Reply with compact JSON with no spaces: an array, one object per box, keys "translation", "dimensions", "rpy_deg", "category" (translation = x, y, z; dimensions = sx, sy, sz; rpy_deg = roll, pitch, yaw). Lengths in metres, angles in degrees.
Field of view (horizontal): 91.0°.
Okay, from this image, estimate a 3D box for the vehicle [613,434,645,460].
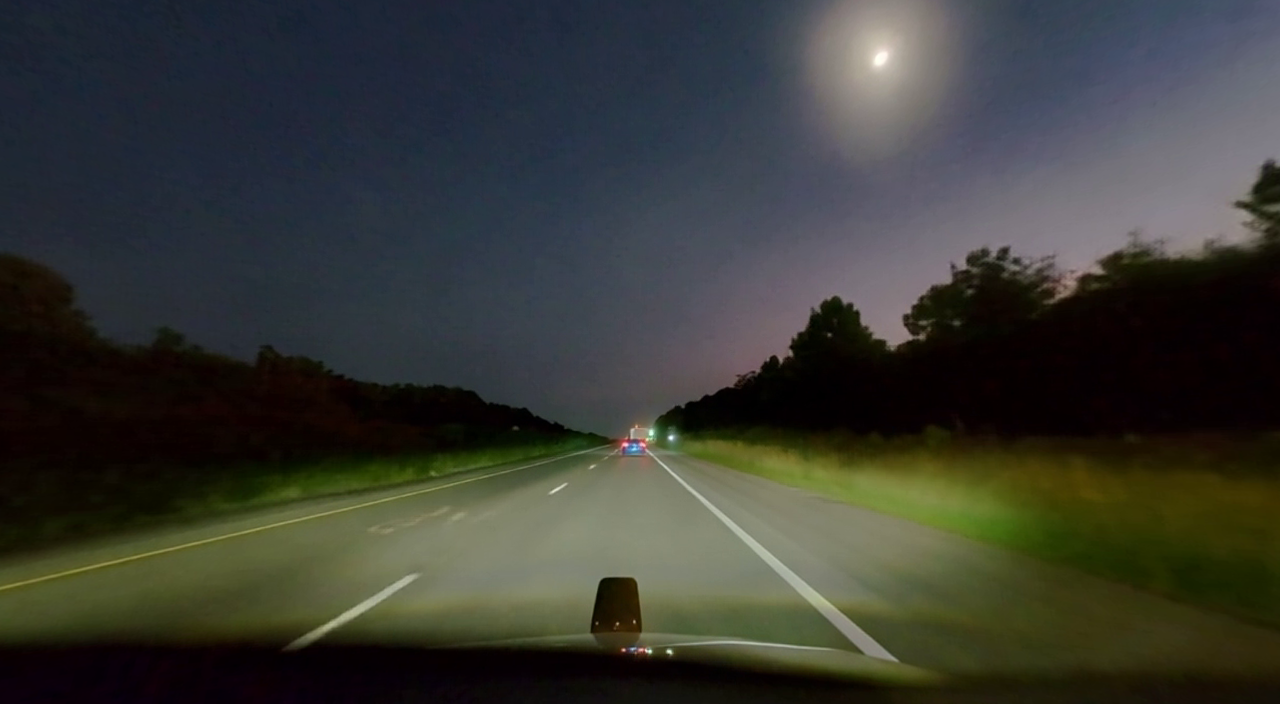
[{"translation":[-0.761,6.678,44.477],"dimensions":[2.180,1.717,4.139],"rpy_deg":[0,-8,-1],"category":"vehicle"}]
